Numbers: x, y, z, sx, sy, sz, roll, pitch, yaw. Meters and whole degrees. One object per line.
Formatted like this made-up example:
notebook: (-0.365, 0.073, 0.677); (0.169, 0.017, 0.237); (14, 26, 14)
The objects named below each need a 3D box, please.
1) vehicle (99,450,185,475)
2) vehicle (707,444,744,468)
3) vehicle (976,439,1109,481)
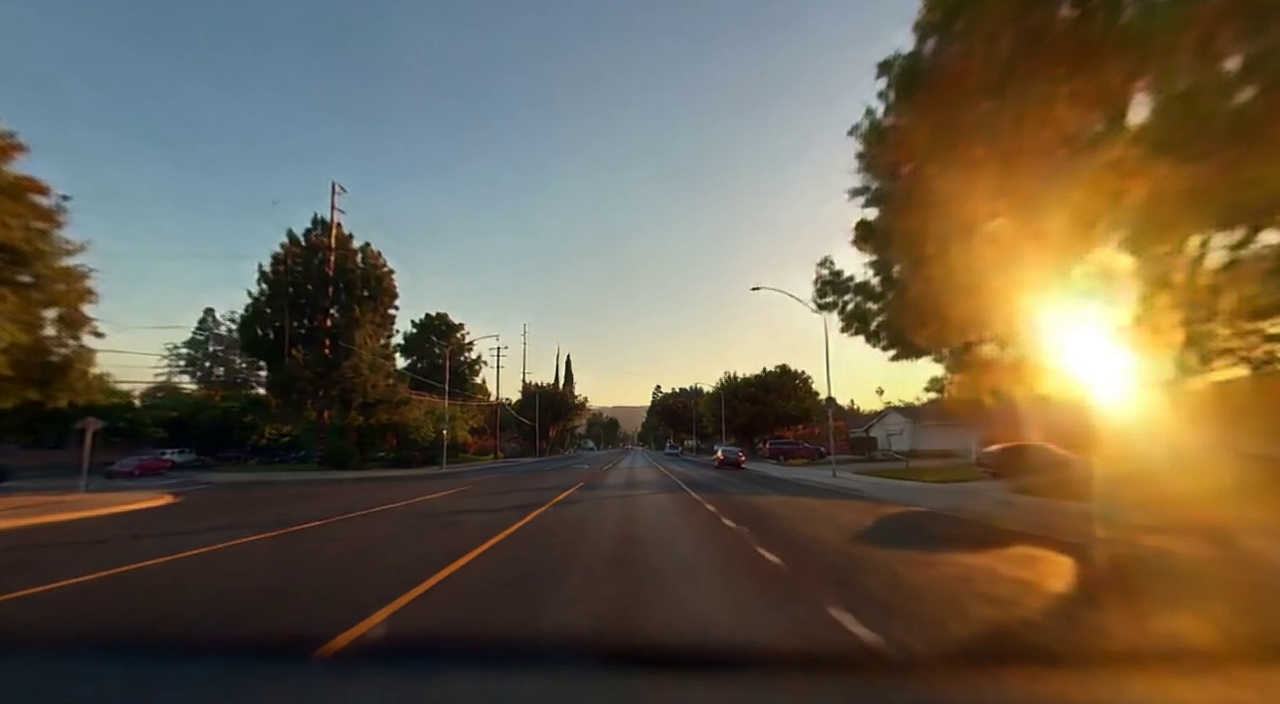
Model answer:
vehicle: (-32.085, 7.116, 40.864); (1.866, 1.469, 4.473); (0, -9, 0)
vehicle: (6.483, 7.917, 48.185); (2.043, 1.747, 4.680); (0, -9, -2)
vehicle: (15.120, 4.072, 23.896); (3.709, 1.509, 1.873); (0, -9, 0)
